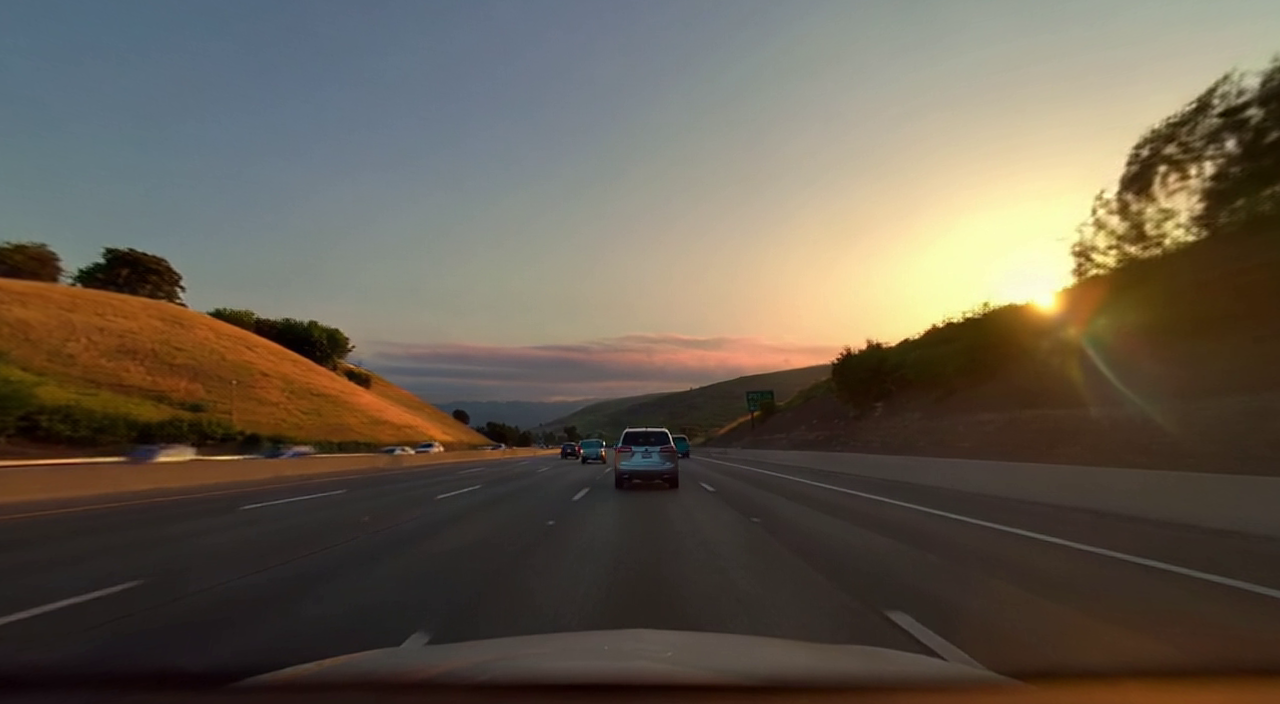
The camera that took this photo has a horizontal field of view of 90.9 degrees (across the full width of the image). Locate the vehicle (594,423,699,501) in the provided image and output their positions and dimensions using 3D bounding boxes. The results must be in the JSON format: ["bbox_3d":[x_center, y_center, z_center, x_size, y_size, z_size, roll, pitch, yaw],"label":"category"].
[{"bbox_3d":[0.158,2.897,16.989,2.447,1.804,4.273,0,-9,0],"label":"vehicle"}]

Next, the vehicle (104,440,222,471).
[{"bbox_3d":[-28.212,6.156,37.670,2.419,1.699,5.916,0,-9,1],"label":"vehicle"}]

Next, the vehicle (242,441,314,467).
[{"bbox_3d":[-24.156,6.828,42.281,2.012,1.618,4.619,0,-9,1],"label":"vehicle"}]
